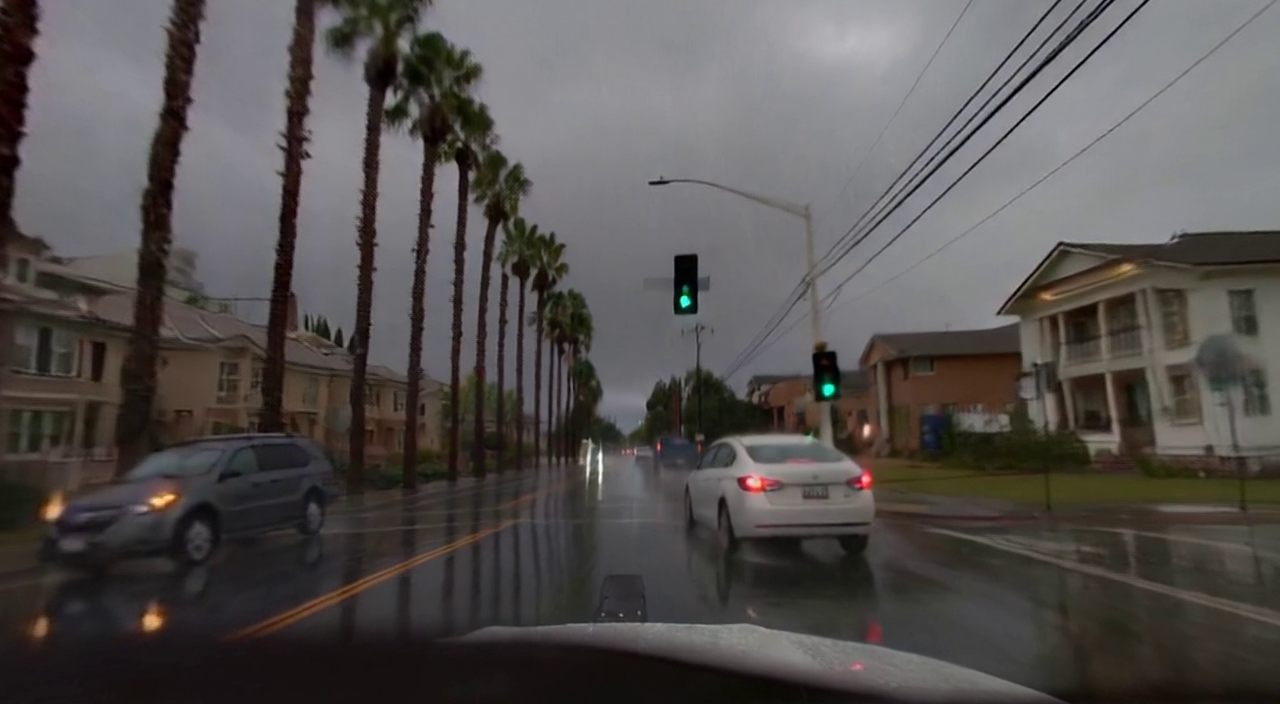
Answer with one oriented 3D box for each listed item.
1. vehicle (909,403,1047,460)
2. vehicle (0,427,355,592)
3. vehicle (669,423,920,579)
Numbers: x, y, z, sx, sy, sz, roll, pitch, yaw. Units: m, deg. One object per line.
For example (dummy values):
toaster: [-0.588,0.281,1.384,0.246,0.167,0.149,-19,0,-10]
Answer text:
vehicle: [17.642,4.147,33.245,5.880,2.540,2.003,-4,-6,2]
vehicle: [-6.631,2.178,9.880,2.069,1.820,4.388,-3,-6,5]
vehicle: [1.682,1.862,8.735,2.096,1.552,4.519,0,-9,-3]
